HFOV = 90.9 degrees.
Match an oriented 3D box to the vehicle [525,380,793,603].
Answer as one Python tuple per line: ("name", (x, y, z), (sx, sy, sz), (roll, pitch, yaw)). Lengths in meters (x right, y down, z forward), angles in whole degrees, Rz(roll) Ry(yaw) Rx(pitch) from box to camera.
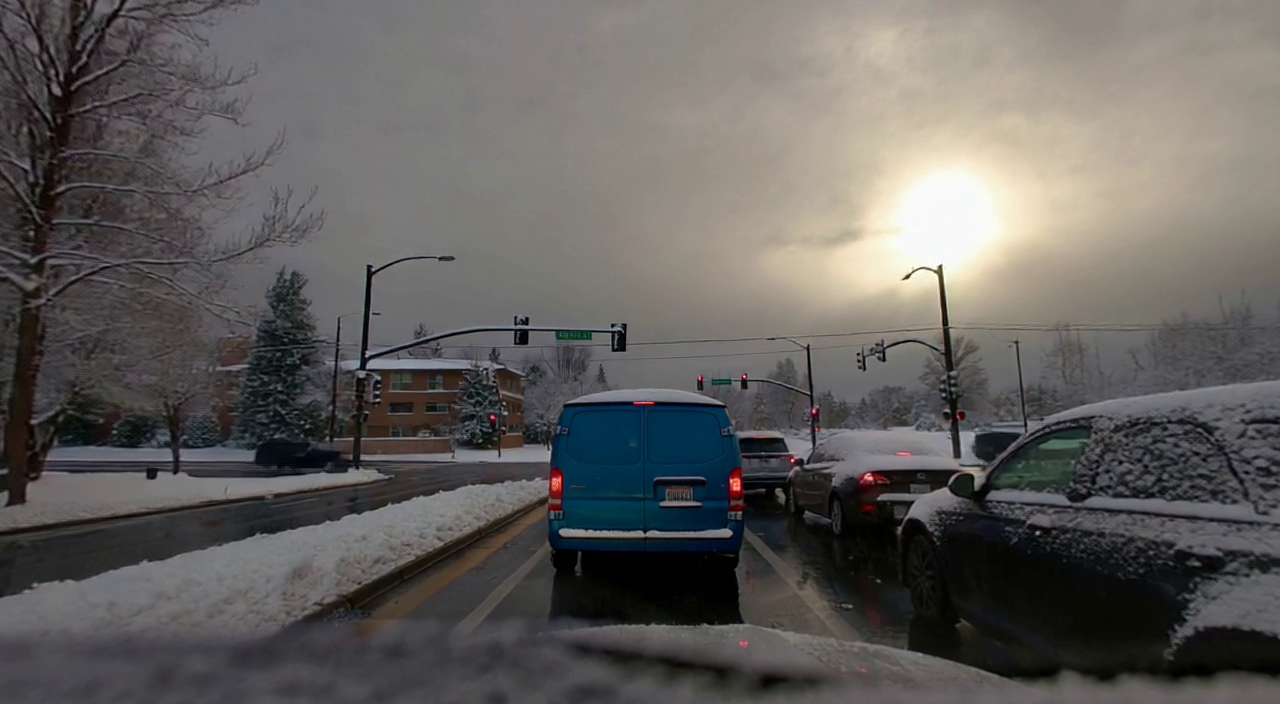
("vehicle", (0.167, 1.466, 7.442), (2.185, 1.822, 4.391), (0, -8, 0))

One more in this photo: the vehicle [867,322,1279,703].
("vehicle", (2.898, 0.948, 3.183), (1.971, 1.663, 4.287), (0, -8, 1))

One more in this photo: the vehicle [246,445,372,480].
("vehicle", (-15.448, 5.164, 29.618), (4.789, 1.514, 1.866), (1, -8, -5))
